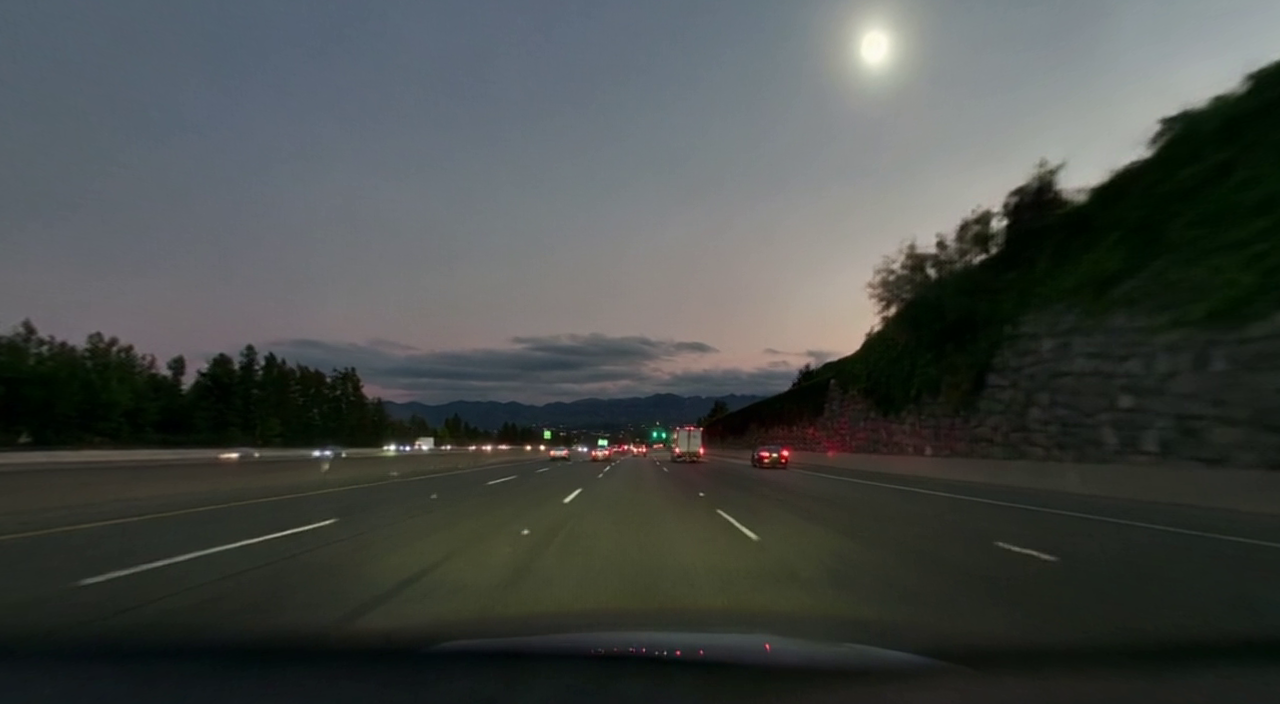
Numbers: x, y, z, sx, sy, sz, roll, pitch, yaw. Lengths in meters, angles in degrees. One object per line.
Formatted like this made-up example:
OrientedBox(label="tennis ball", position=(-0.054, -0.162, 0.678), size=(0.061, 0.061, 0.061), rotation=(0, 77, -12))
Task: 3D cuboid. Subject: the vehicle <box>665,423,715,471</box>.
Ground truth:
OrientedBox(label="vehicle", position=(3.470, 6.889, 45.724), size=(2.795, 3.187, 7.205), rotation=(0, -9, -2))
